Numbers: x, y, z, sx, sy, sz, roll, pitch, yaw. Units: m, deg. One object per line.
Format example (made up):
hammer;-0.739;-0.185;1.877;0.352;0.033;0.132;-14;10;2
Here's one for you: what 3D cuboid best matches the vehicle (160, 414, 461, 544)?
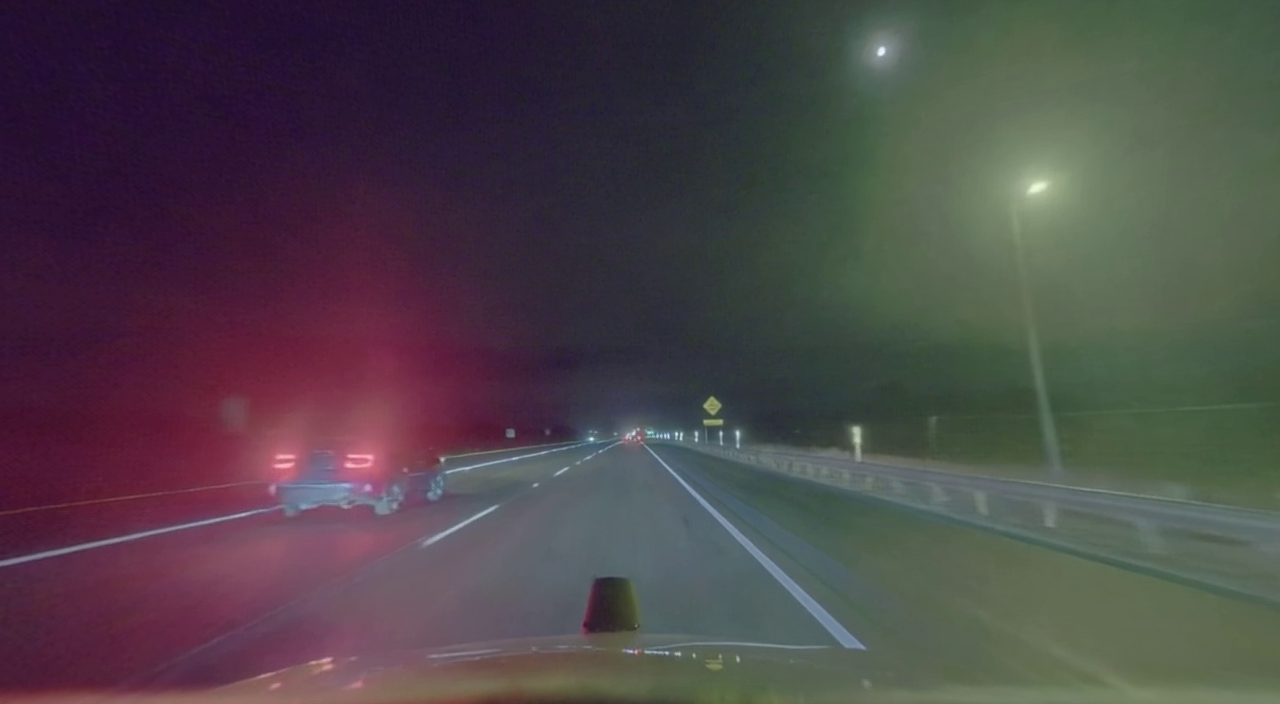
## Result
vehicle;-4.642;1.845;9.998;2.149;1.532;4.905;0;-8;0
